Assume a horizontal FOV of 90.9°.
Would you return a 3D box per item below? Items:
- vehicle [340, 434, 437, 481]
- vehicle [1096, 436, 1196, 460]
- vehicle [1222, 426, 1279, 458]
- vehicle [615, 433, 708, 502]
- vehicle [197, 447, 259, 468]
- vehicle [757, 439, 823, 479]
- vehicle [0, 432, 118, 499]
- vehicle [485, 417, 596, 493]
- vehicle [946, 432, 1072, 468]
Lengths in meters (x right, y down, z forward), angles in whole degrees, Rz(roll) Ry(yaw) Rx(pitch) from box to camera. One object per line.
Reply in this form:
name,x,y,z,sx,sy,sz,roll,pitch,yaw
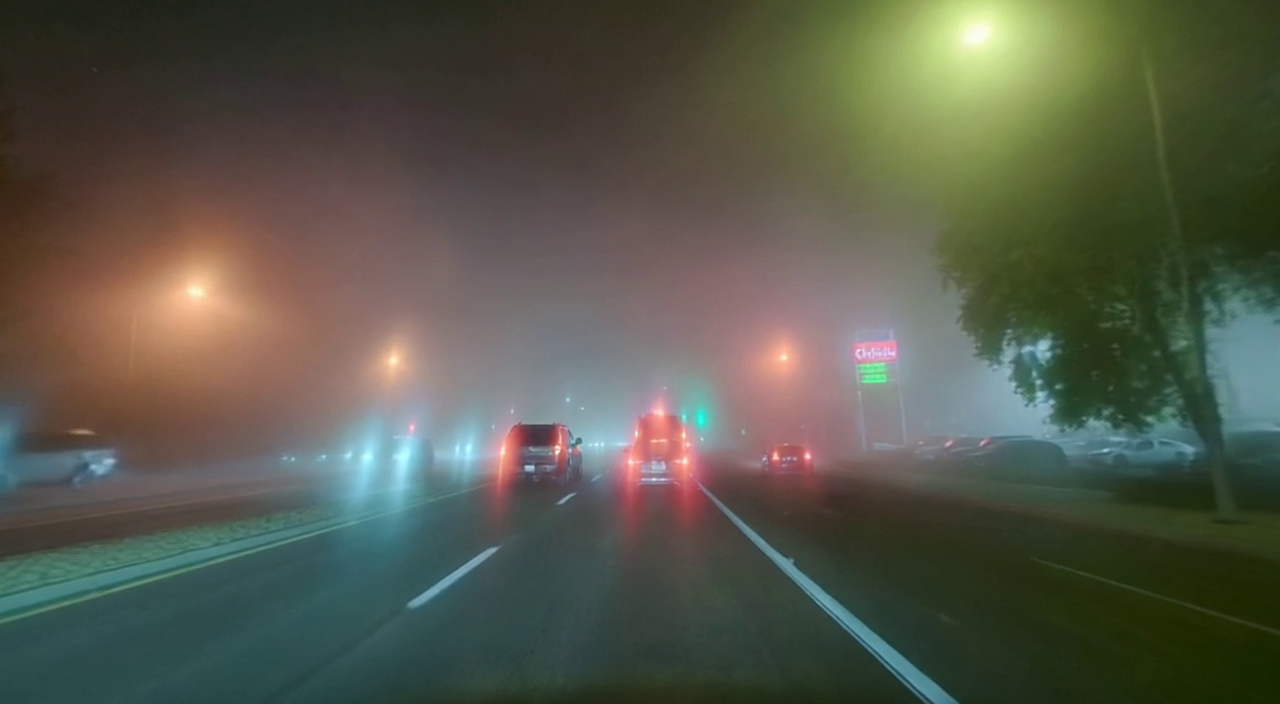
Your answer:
vehicle,-8.771,3.706,22.360,1.795,1.508,4.057,0,-8,-1
vehicle,31.861,6.062,39.893,1.903,1.447,4.820,1,-9,-8
vehicle,40.807,5.719,40.235,2.228,1.964,5.053,-2,-8,-2
vehicle,0.467,2.856,16.016,2.061,1.494,4.079,0,-8,0
vehicle,-31.791,8.111,48.662,3.835,1.549,1.755,6,-10,-36
vehicle,6.112,4.378,26.165,1.900,1.507,4.151,0,-8,3
vehicle,-18.712,3.345,18.835,2.141,1.820,4.690,0,-8,0
vehicle,-2.749,3.049,18.972,2.289,1.935,5.227,0,-8,2
vehicle,16.242,4.345,27.927,4.323,1.496,1.937,0,-8,0
